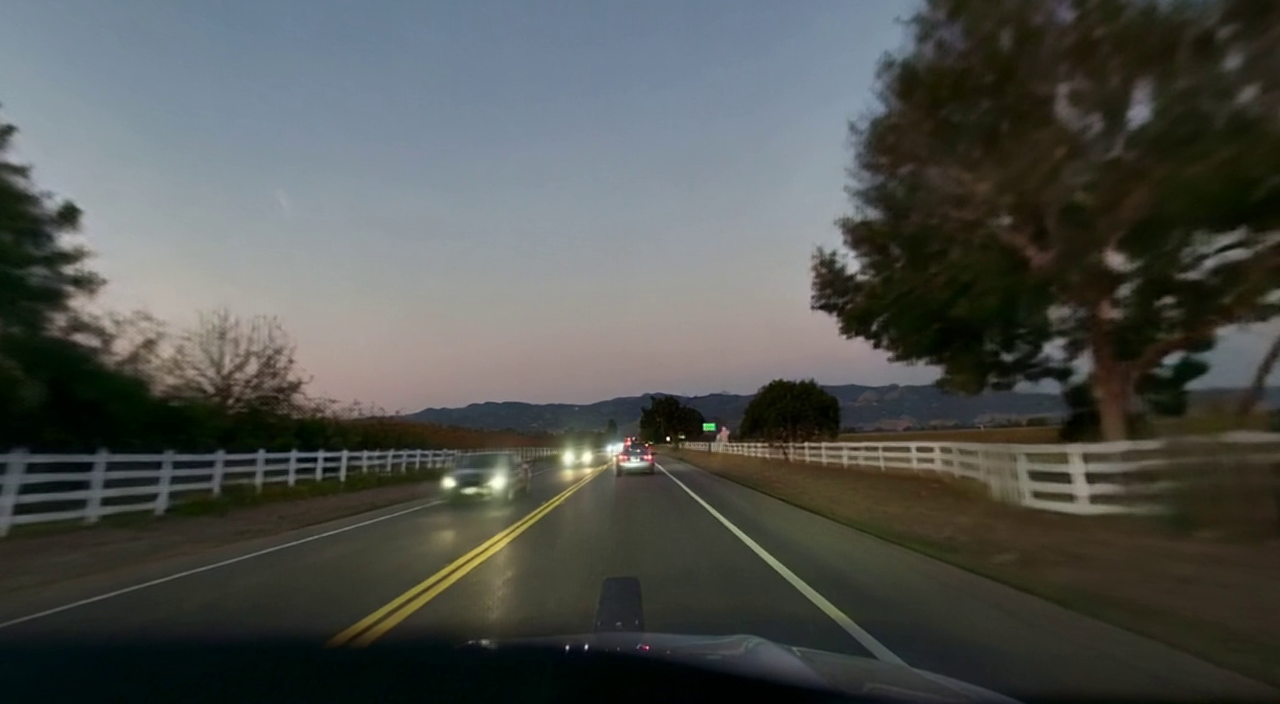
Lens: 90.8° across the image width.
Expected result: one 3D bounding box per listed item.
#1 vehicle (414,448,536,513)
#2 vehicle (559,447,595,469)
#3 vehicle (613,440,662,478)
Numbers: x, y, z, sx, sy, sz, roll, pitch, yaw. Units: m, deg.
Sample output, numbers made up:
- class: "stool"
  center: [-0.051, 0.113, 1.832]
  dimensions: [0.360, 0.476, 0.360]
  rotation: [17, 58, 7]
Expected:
- class: "vehicle"
  center: [-4.234, 3.335, 17.030]
  dimensions: [2.092, 1.490, 4.422]
  rotation: [0, -9, 0]
- class: "vehicle"
  center: [-4.551, 7.690, 46.133]
  dimensions: [2.107, 1.534, 4.752]
  rotation: [0, -9, 1]
- class: "vehicle"
  center: [-0.123, 5.061, 30.086]
  dimensions: [2.158, 1.669, 4.006]
  rotation: [0, -9, -1]
